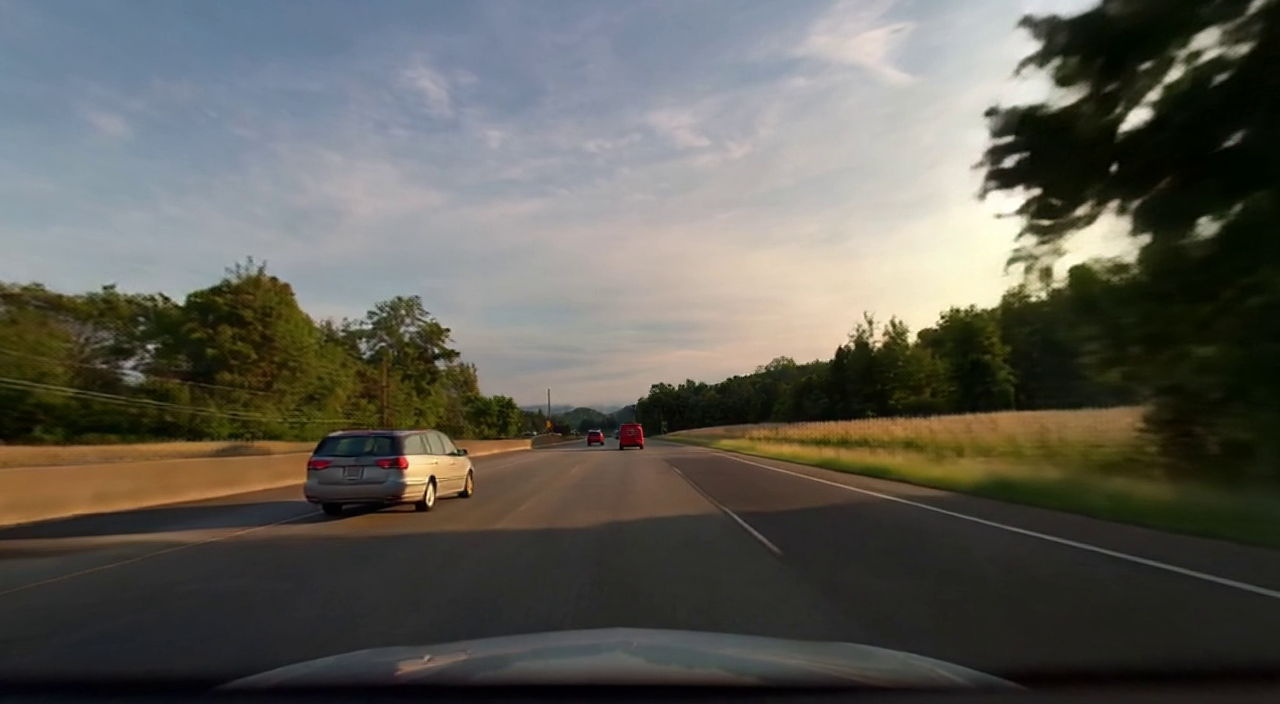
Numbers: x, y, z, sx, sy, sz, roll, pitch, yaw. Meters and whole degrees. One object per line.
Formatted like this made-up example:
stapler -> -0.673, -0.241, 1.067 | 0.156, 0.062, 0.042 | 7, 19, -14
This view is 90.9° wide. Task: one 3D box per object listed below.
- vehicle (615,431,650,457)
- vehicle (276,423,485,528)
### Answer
vehicle -> -0.508, 5.955, 40.916 | 2.162, 1.616, 4.242 | 0, -8, -1
vehicle -> -4.203, 2.037, 11.052 | 1.931, 1.483, 4.105 | 0, -8, 0
